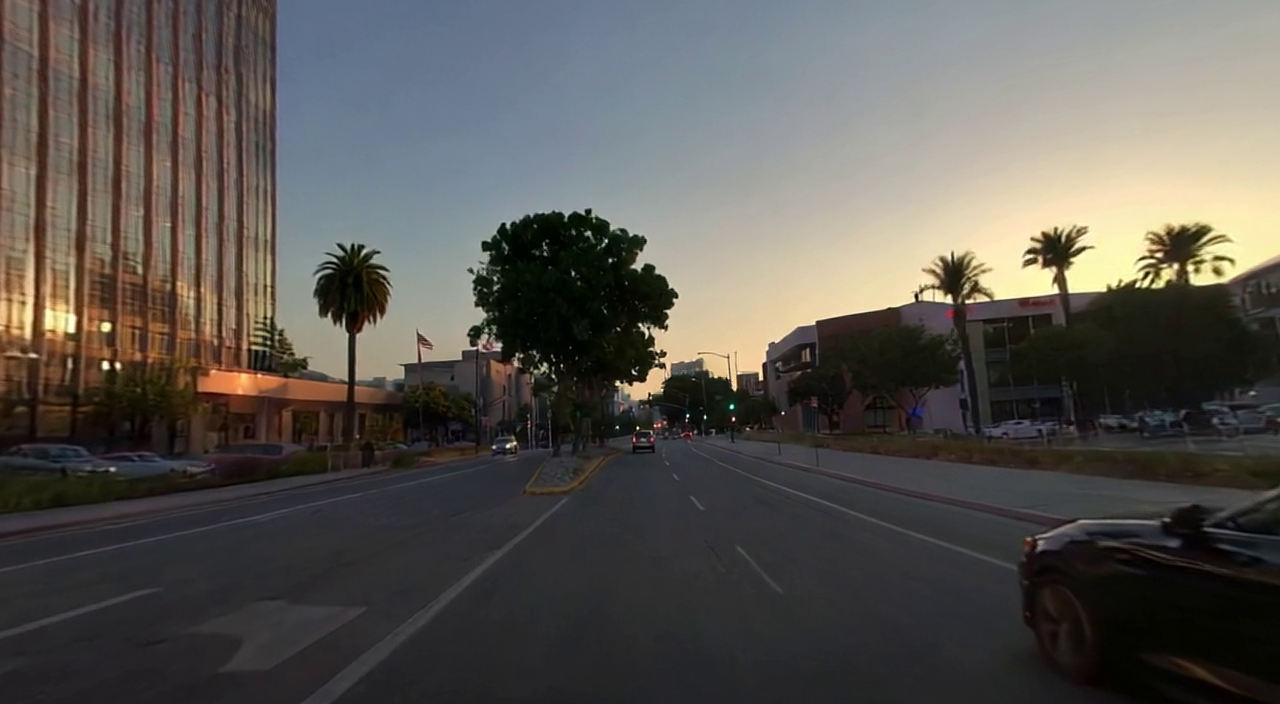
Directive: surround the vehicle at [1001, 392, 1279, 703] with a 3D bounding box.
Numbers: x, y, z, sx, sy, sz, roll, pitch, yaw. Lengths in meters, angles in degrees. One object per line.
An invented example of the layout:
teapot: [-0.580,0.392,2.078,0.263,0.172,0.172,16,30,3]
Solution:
vehicle: [3.218,0.780,1.519,1.990,1.476,4.491,0,-9,-1]
